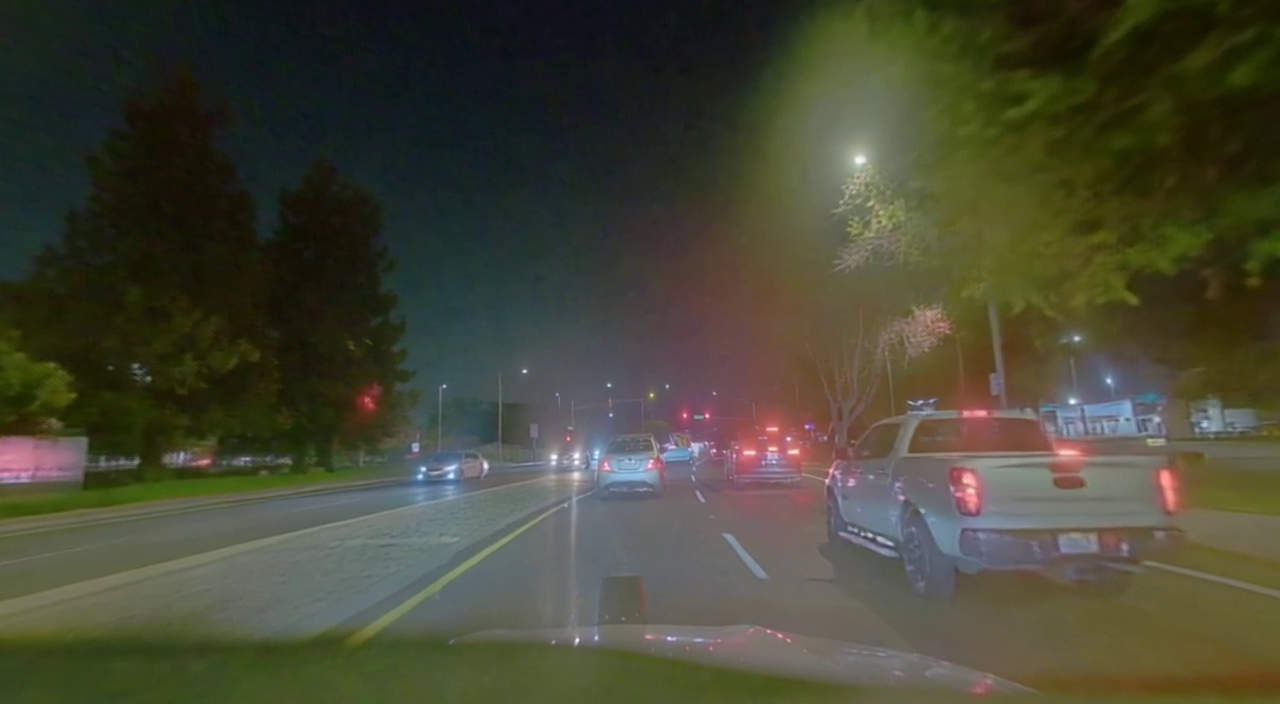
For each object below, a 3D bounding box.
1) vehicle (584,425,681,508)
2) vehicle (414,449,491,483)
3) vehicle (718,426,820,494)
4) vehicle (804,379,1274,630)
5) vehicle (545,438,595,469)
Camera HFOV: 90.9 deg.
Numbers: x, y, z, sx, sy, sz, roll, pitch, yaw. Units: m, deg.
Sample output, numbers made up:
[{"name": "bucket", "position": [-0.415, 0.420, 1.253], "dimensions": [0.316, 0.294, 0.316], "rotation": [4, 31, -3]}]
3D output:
[{"name": "vehicle", "position": [-0.050, 2.803, 15.779], "dimensions": [2.113, 1.768, 3.901], "rotation": [0, -9, 4]}, {"name": "vehicle", "position": [-9.014, 5.510, 30.855], "dimensions": [1.953, 1.476, 4.747], "rotation": [-1, -9, 5]}, {"name": "vehicle", "position": [3.959, 3.464, 20.569], "dimensions": [2.317, 1.857, 5.940], "rotation": [0, -9, 2]}, {"name": "vehicle", "position": [3.434, 1.431, 6.869], "dimensions": [2.114, 1.765, 4.647], "rotation": [0, -9, 1]}, {"name": "vehicle", "position": [-4.789, 7.110, 44.232], "dimensions": [2.355, 2.005, 5.673], "rotation": [-1, -9, 6]}]
